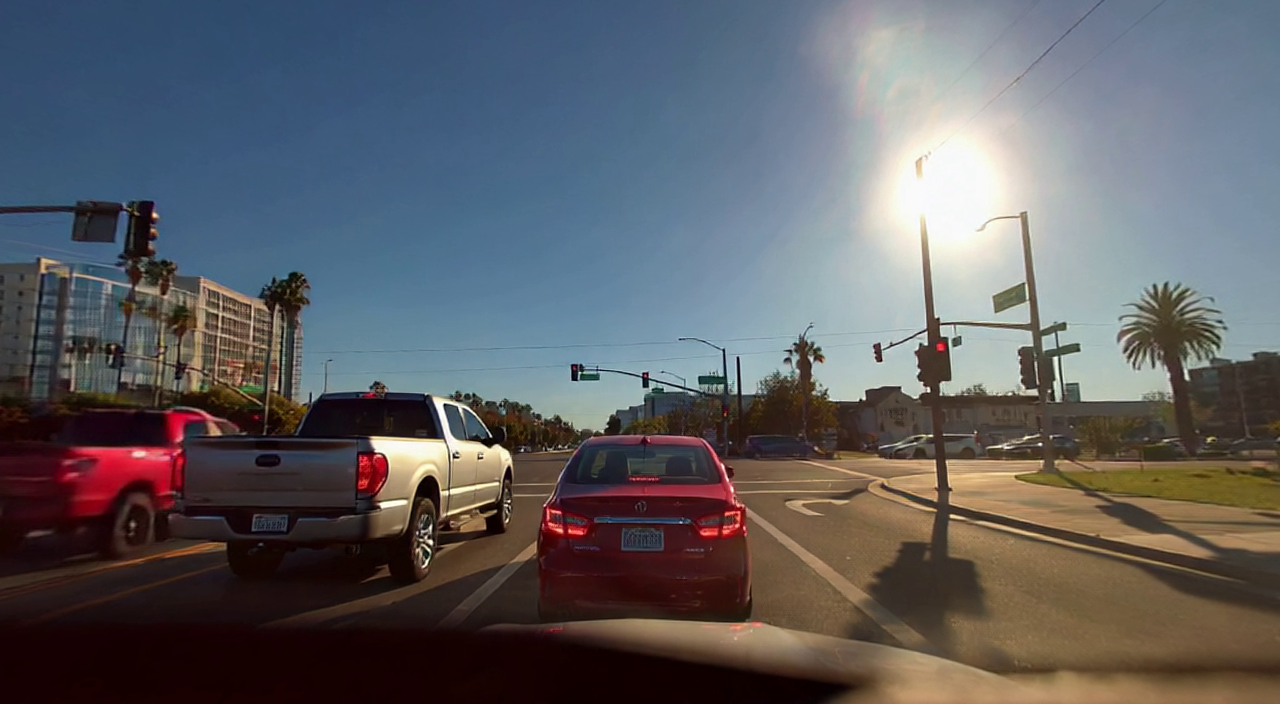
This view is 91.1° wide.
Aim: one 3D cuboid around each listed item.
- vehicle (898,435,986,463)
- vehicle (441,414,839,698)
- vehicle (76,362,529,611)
[{"bbox_3d":[18.838,6.074,39.295,4.466,1.717,1.963,0,-8,2],"label":"vehicle"},{"bbox_3d":[0.033,1.399,5.511,2.122,1.501,4.152,0,-8,1],"label":"vehicle"},{"bbox_3d":[-3.227,1.481,7.912,2.330,1.969,5.626,-1,-8,3],"label":"vehicle"}]
